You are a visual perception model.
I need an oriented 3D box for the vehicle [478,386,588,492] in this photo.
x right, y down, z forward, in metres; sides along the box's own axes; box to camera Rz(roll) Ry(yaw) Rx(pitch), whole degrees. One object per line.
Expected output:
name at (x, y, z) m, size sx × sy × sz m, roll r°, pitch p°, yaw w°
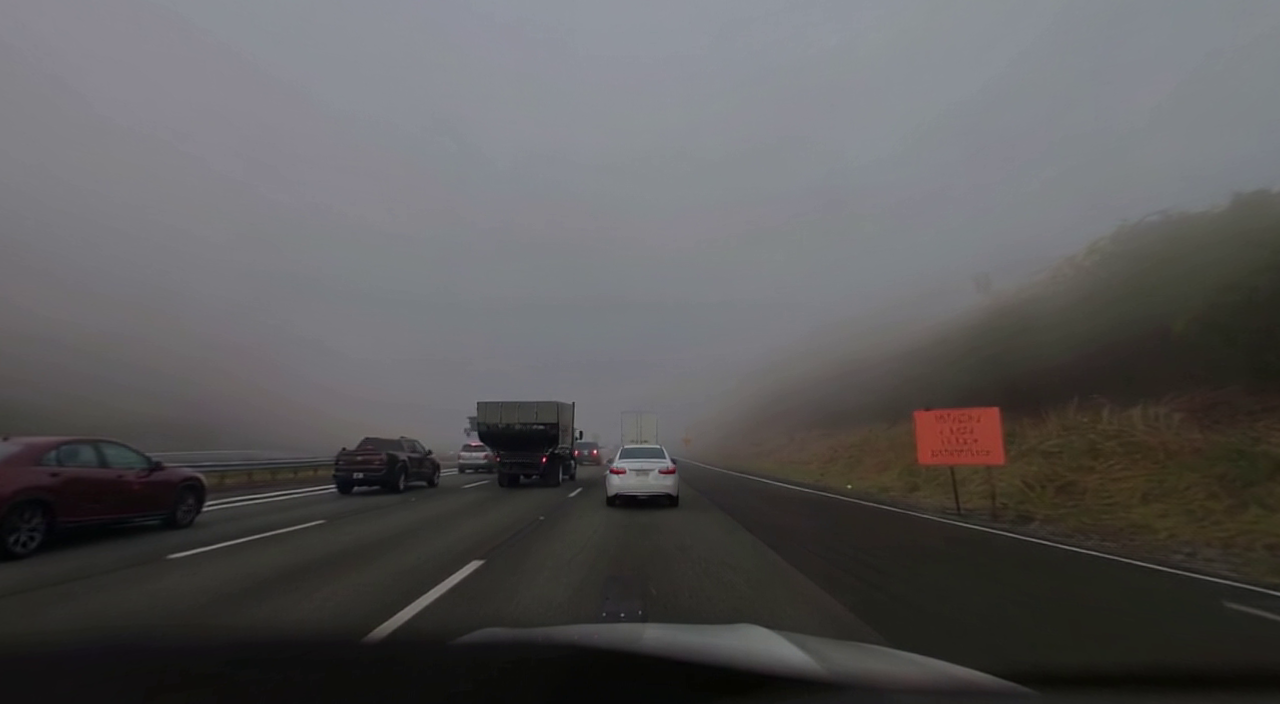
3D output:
vehicle at (-3.729, 3.321, 23.884) m, size 2.812 × 3.342 × 7.248 m, roll -1°, pitch -9°, yaw 1°

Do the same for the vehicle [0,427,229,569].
vehicle at (-7.880, 1.800, 8.221) m, size 1.879 × 1.521 × 4.623 m, roll -1°, pitch -9°, yaw 1°

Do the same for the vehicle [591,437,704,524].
vehicle at (0.092, 2.546, 12.951) m, size 1.995 × 1.495 × 3.380 m, roll 0°, pitch -9°, yaw -1°

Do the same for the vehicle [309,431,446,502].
vehicle at (-7.289, 3.215, 18.090) m, size 1.952 × 1.746 × 4.332 m, roll -1°, pitch -9°, yaw 1°
